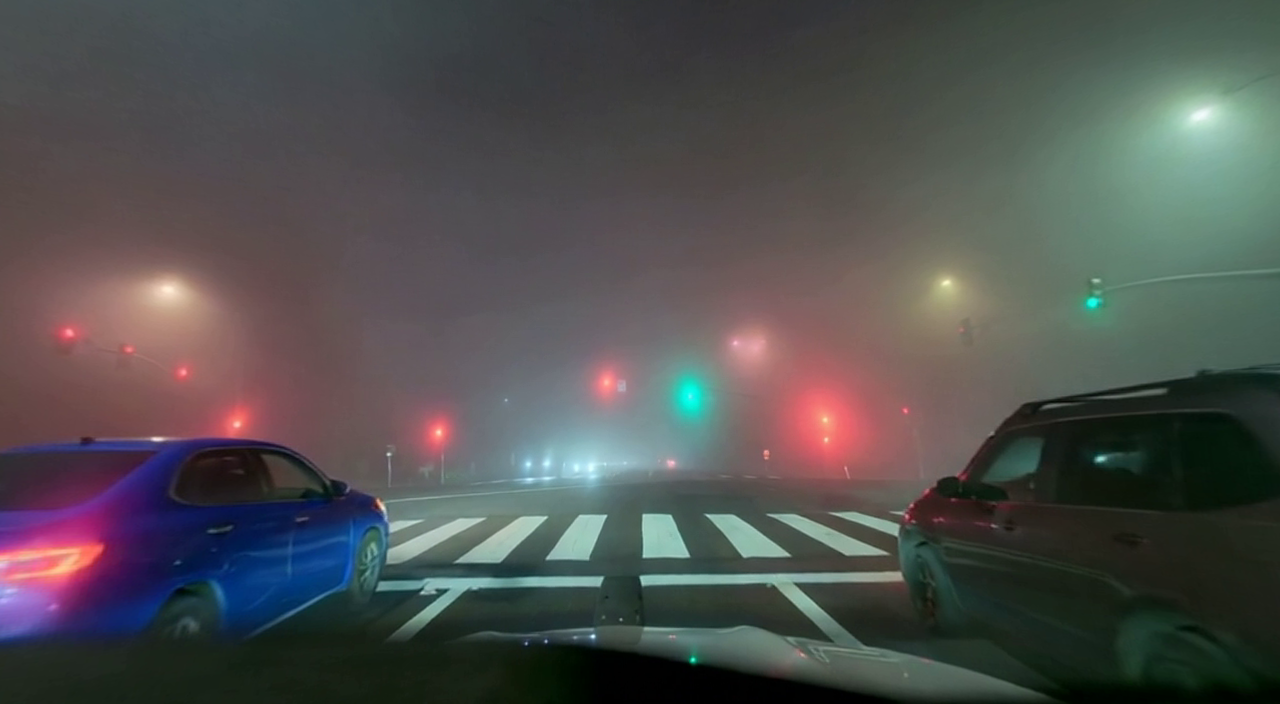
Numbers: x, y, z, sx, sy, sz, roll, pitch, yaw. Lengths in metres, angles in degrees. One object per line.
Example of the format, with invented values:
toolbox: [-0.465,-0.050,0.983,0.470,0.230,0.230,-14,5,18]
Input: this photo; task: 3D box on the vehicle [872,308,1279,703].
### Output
vehicle: [2.873,0.838,2.628,2.099,1.671,4.491,0,-8,0]

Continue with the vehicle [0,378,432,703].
vehicle: [-3.011,1.122,4.107,1.969,1.513,3.773,0,-8,1]
